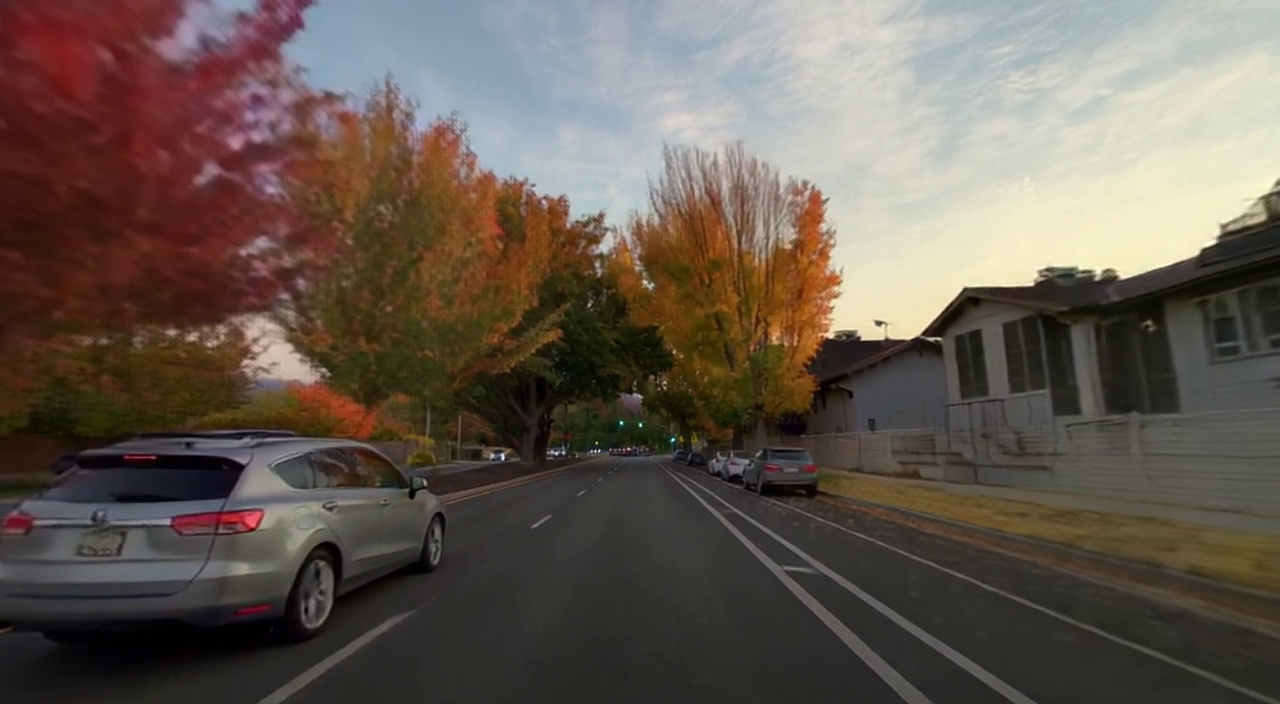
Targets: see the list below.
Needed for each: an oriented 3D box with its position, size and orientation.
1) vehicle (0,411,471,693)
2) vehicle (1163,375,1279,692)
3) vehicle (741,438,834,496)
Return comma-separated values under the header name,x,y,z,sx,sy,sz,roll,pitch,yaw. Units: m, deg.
name,x,y,z,sx,sy,sz,roll,pitch,yaw
vehicle,-3.168,1.414,5.669,1.982,1.478,4.465,0,-9,1
vehicle,4.698,0.710,1.463,2.164,1.793,5.671,0,-9,1
vehicle,4.794,3.815,21.179,2.014,1.700,4.369,1,-9,-1
